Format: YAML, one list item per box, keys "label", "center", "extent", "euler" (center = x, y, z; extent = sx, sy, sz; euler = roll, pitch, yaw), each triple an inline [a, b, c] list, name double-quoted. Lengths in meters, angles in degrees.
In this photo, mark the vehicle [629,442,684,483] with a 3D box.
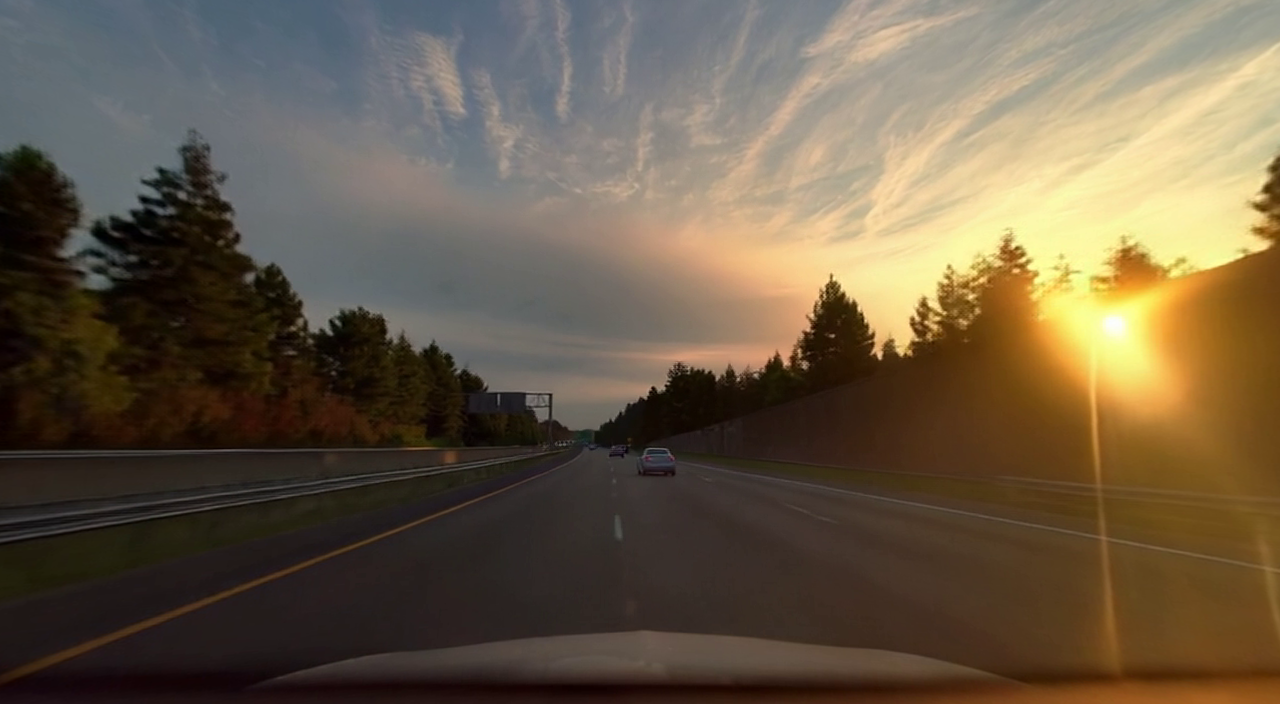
- label: "vehicle"
  center: [0.620, 4.645, 26.792]
  extent: [2.011, 1.590, 3.607]
  euler: [0, -9, -4]
